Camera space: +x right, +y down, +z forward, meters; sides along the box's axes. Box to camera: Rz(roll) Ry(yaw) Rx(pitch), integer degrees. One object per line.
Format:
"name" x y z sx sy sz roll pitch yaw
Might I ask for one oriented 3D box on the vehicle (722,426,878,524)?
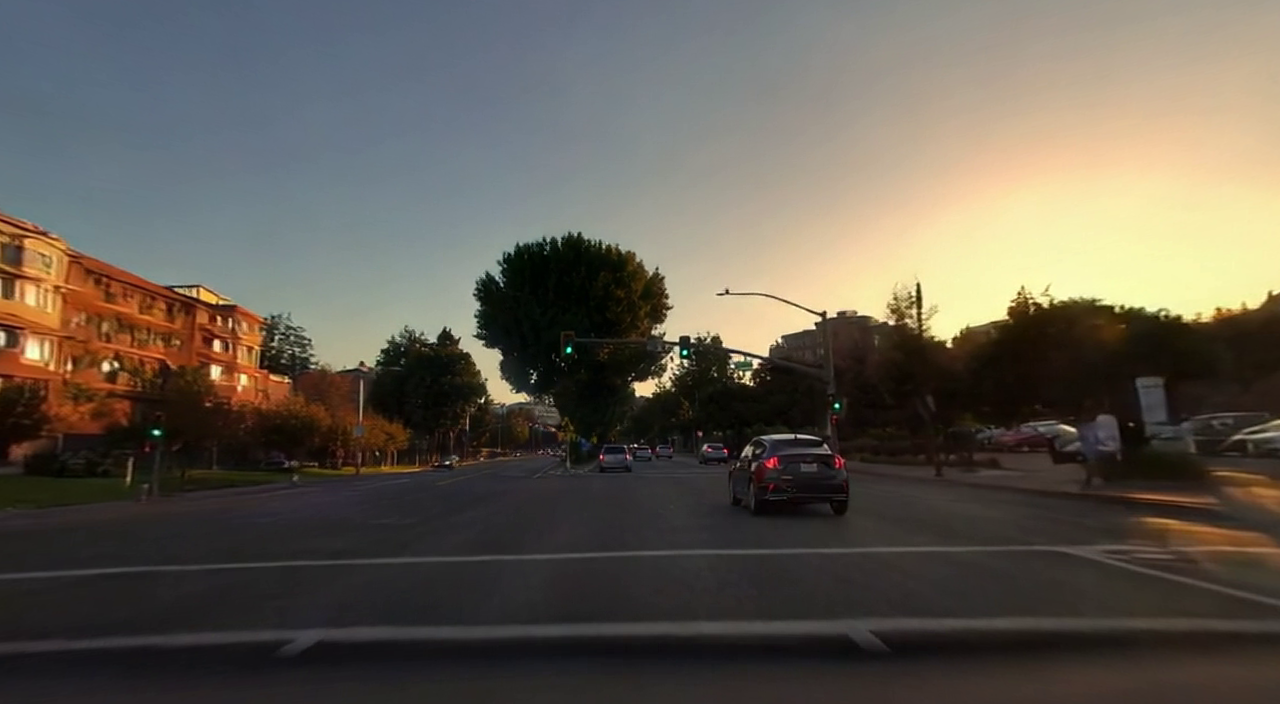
"vehicle" 3.082 2.491 13.367 1.893 1.664 4.670 0 -9 -2

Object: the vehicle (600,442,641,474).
"vehicle" -1.092 5.783 34.642 2.101 1.641 4.341 0 -9 -2
